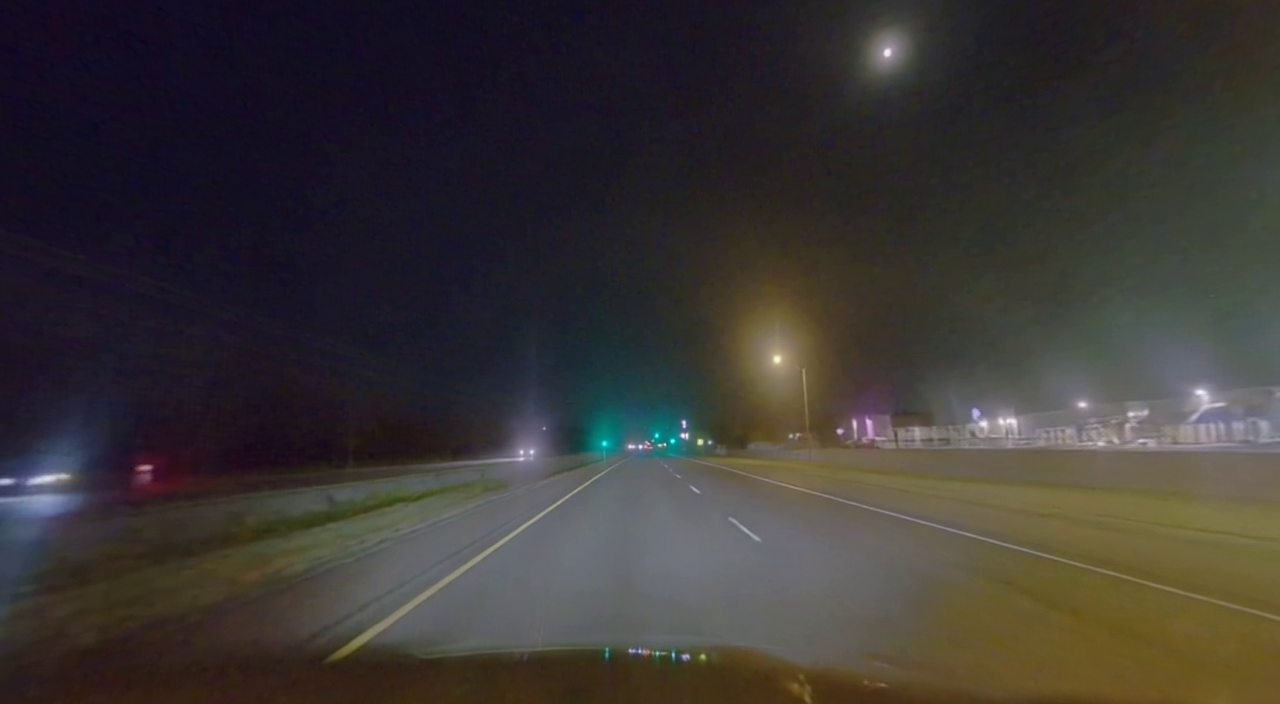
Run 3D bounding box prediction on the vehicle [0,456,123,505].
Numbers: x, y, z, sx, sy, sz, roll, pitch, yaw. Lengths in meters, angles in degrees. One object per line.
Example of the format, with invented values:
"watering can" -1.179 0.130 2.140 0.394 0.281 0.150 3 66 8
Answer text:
"vehicle" -21.433 4.515 22.546 1.913 1.457 4.700 0 -9 0
